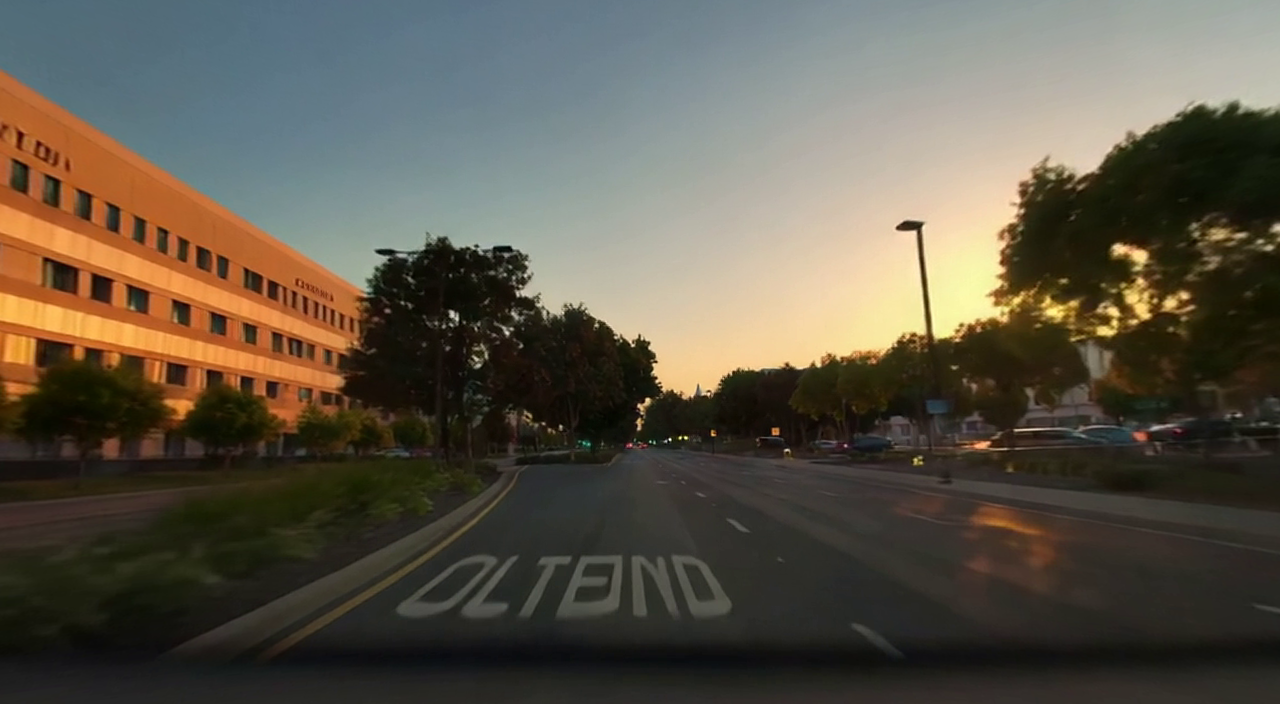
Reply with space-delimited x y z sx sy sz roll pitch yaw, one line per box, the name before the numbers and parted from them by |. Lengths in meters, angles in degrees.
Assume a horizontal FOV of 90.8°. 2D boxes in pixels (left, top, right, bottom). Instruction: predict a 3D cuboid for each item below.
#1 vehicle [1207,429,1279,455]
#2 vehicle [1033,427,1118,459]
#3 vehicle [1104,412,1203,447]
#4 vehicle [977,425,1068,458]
vehicle | 36.484 5.388 37.803 1.578 1.401 3.547 -3 -9 -2
vehicle | 25.780 5.408 37.598 1.874 1.808 4.159 0 -8 -3
vehicle | 31.257 4.819 38.651 2.007 1.782 4.355 -3 -10 -5
vehicle | 22.886 5.391 38.053 2.133 1.853 5.009 0 -8 -3
